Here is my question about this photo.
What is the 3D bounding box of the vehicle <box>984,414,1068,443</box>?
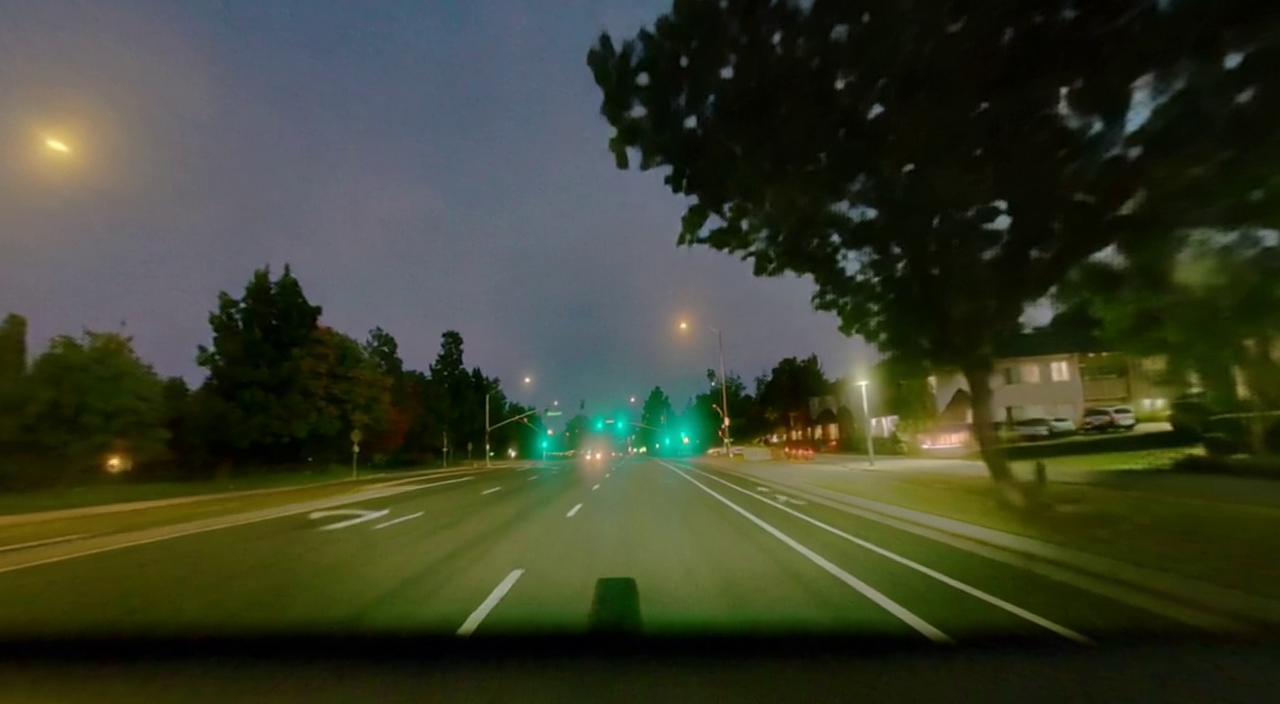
[{"bbox_3d":[22.805,4.574,37.502,1.911,1.598,4.322,1,-9,-6],"label":"vehicle"}]

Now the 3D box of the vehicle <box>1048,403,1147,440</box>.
[{"bbox_3d":[26.705,4.150,37.111,2.081,1.949,4.635,3,-8,-5],"label":"vehicle"}]
